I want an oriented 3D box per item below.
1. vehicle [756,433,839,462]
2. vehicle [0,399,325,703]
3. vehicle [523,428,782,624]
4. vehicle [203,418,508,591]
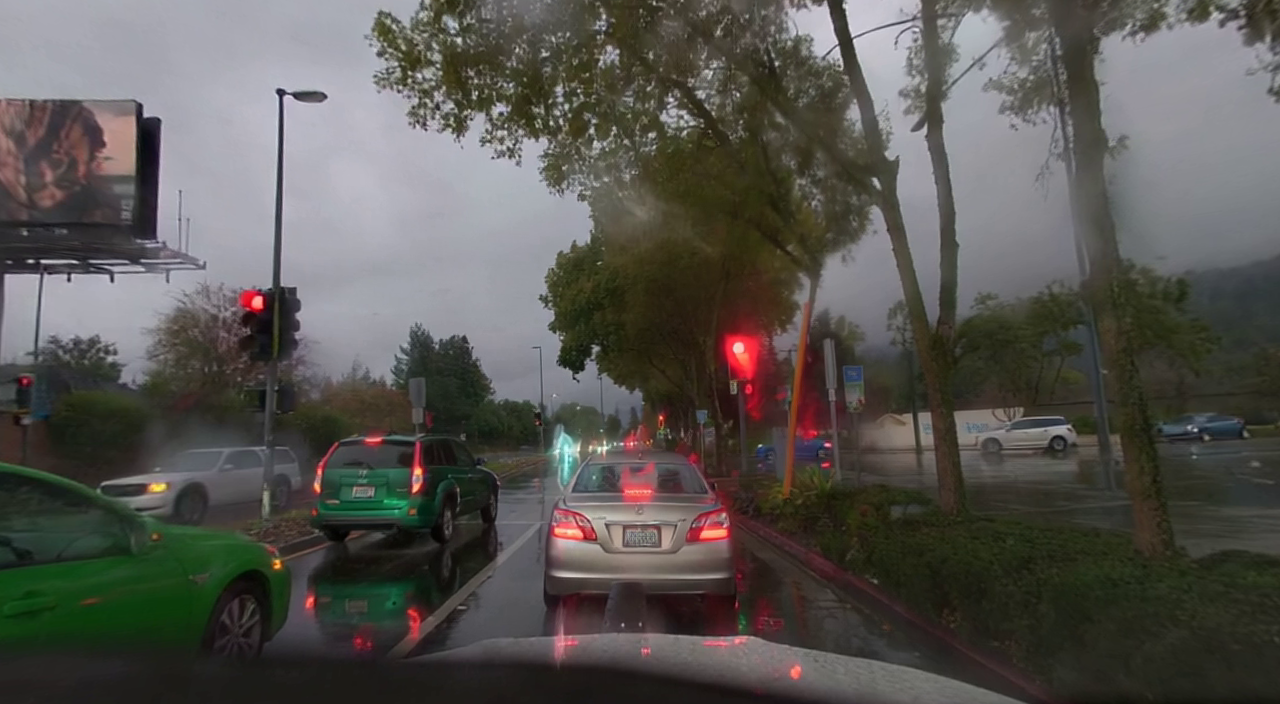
[{"bbox_3d":[8.457,5.139,33.850,4.165,1.462,1.914,-3,-9,17],"label":"vehicle"},{"bbox_3d":[-3.148,0.973,2.426,1.808,1.520,3.846,-1,-9,1],"label":"vehicle"},{"bbox_3d":[0.031,1.600,6.629,1.977,1.467,3.474,0,-9,-2],"label":"vehicle"},{"bbox_3d":[-3.165,1.782,8.140,1.950,1.628,4.082,-1,-9,1],"label":"vehicle"}]
